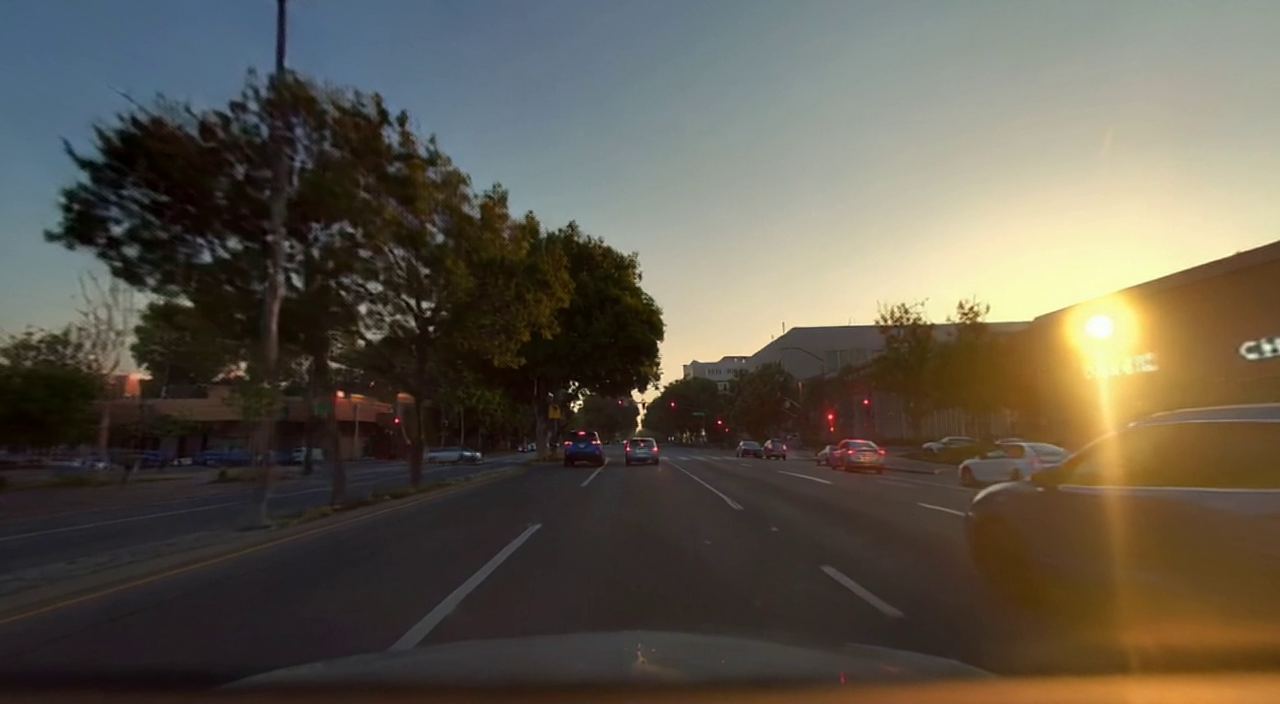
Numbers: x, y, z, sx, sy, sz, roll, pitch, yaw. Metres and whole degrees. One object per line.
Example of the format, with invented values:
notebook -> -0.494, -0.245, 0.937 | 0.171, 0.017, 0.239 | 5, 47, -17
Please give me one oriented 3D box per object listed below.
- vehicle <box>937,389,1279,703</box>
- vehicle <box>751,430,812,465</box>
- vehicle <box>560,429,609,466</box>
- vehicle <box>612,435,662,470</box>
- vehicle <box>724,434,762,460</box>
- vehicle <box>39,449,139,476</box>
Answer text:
vehicle -> 3.731, 1.030, 3.616 | 1.861, 1.473, 4.393 | 0, -8, -1
vehicle -> 7.336, 5.017, 33.264 | 2.068, 1.731, 4.752 | 0, -8, -1
vehicle -> -2.836, 5.053, 33.435 | 2.064, 1.825, 4.760 | 0, -8, 1
vehicle -> -0.119, 4.535, 28.689 | 2.097, 1.480, 4.006 | 0, -8, 0
vehicle -> 7.151, 6.607, 44.117 | 1.894, 1.693, 4.110 | 0, -8, -1
vehicle -> -36.221, 7.247, 41.679 | 4.561, 1.588, 1.832 | 5, -10, -29
